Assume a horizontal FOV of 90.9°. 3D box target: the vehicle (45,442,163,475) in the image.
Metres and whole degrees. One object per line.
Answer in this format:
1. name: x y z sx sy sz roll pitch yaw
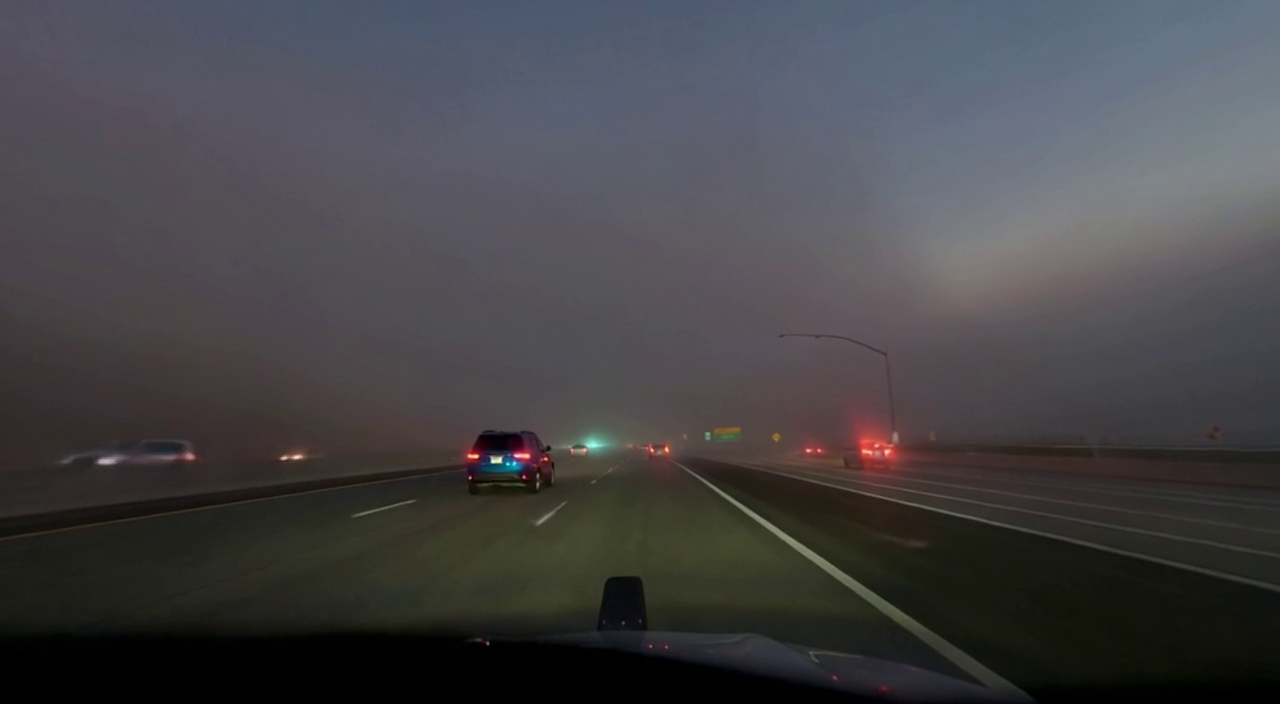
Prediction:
1. vehicle: -26.282 5.214 31.155 1.857 1.493 4.452 -1 -9 0

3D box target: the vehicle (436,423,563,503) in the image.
1. vehicle: -3.430 2.828 16.411 2.214 1.759 4.435 -1 -8 1

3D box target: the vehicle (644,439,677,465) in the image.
1. vehicle: 1.307 6.435 40.789 2.023 1.589 4.030 -1 -8 1
